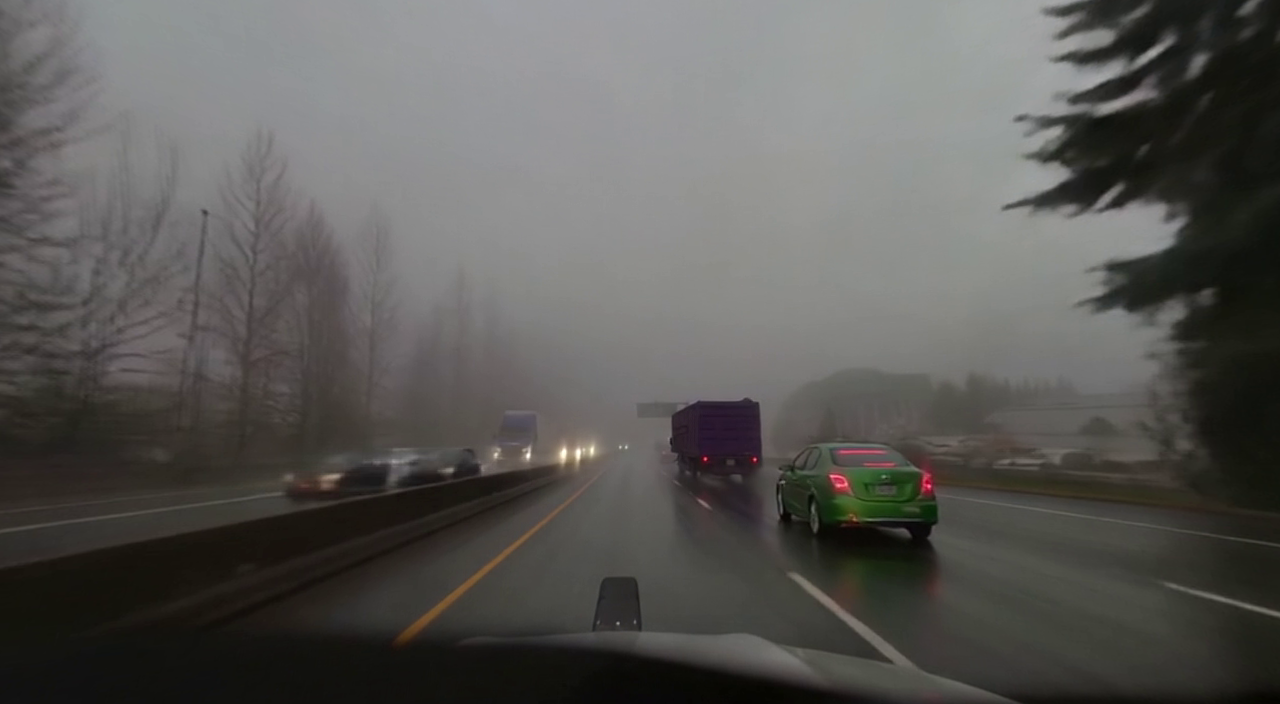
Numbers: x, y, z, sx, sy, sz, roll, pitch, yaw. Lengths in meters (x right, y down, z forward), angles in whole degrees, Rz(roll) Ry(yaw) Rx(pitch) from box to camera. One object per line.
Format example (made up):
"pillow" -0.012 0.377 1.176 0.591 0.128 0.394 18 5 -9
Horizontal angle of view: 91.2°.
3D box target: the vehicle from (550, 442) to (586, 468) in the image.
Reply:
"vehicle" -5.335 7.691 46.955 2.038 1.801 4.594 -1 -9 1

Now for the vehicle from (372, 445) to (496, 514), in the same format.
"vehicle" -5.113 3.182 16.126 1.817 1.539 3.879 -1 -9 1

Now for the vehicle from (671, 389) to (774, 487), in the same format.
"vehicle" 3.355 4.241 30.235 2.916 3.563 14.462 0 -9 0

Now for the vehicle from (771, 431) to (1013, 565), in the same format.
"vehicle" 3.404 2.032 9.420 1.971 1.558 3.834 0 -9 -1

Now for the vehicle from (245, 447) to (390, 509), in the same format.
"vehicle" -9.026 3.526 18.041 1.903 1.521 4.161 -1 -9 1
